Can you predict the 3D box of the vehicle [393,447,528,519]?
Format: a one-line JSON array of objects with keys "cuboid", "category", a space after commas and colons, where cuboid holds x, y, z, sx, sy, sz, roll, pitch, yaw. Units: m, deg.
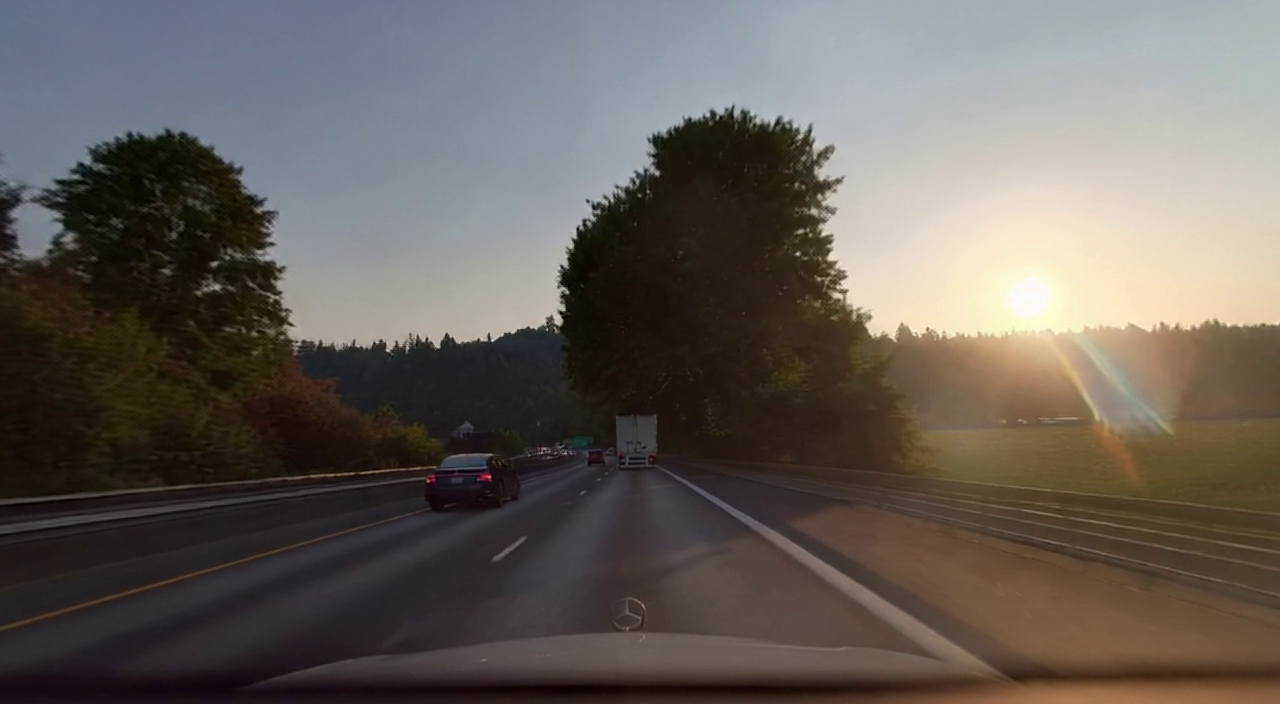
[{"cuboid": [-4.097, 3.048, 15.212, 1.968, 1.460, 4.227, 0, -9, 1], "category": "vehicle"}]
